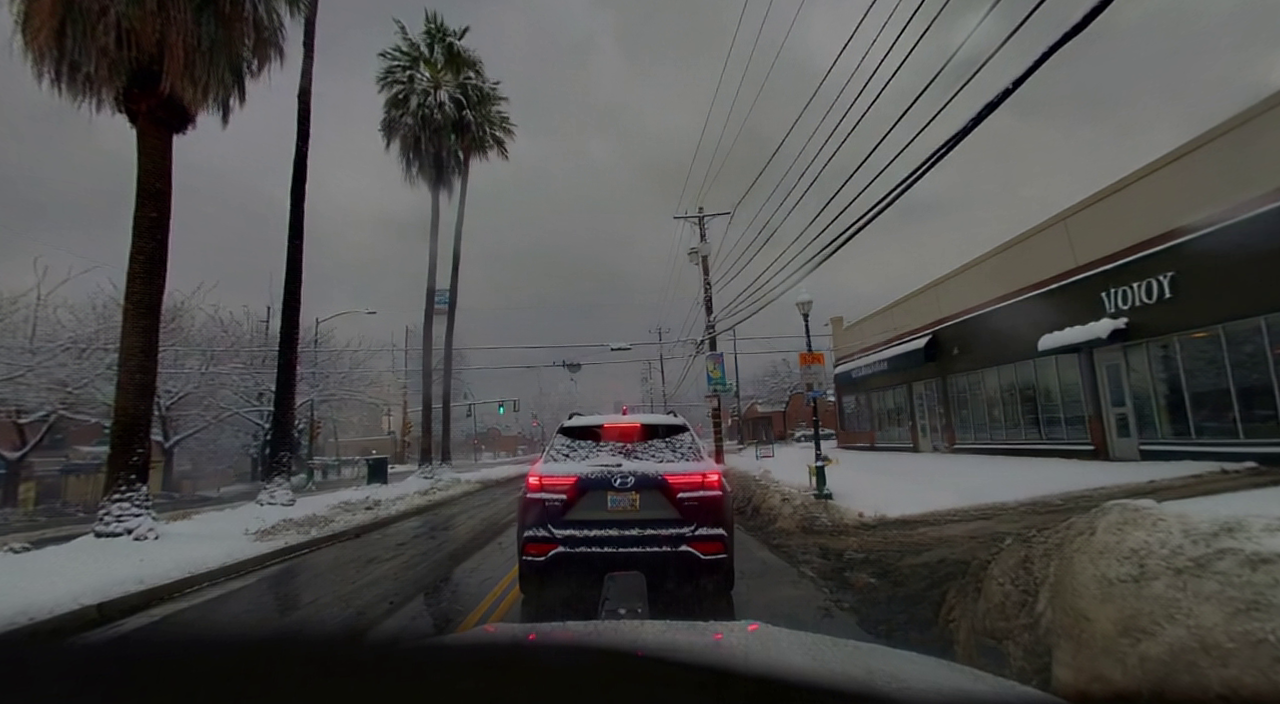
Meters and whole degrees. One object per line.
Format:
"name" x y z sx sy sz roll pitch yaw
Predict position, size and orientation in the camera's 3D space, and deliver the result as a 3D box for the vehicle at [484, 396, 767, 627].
"vehicle" -0.192 1.457 6.677 2.105 1.702 3.750 0 -8 -3
